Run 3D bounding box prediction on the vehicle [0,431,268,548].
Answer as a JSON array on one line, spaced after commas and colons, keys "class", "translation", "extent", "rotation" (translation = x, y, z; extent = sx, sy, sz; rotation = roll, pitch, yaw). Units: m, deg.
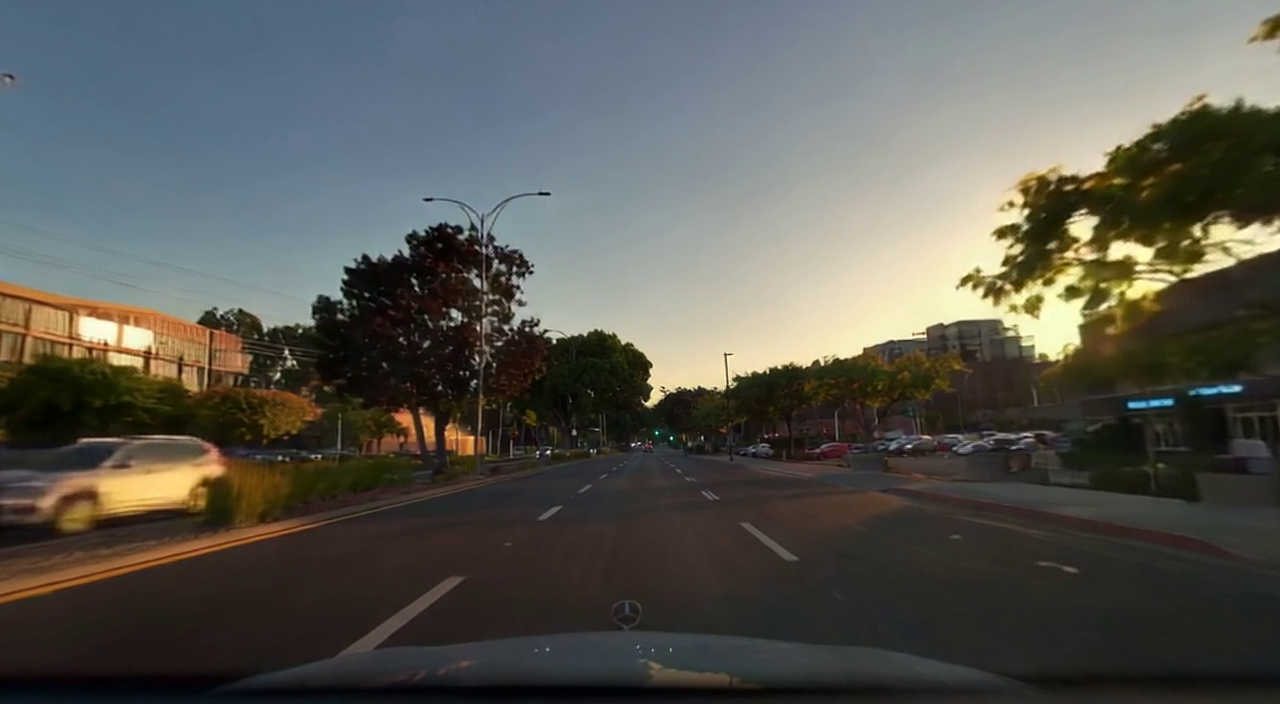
[{"class": "vehicle", "translation": [-8.828, 2.205, 10.817], "extent": [1.961, 1.559, 4.480], "rotation": [-1, -9, 2]}]
